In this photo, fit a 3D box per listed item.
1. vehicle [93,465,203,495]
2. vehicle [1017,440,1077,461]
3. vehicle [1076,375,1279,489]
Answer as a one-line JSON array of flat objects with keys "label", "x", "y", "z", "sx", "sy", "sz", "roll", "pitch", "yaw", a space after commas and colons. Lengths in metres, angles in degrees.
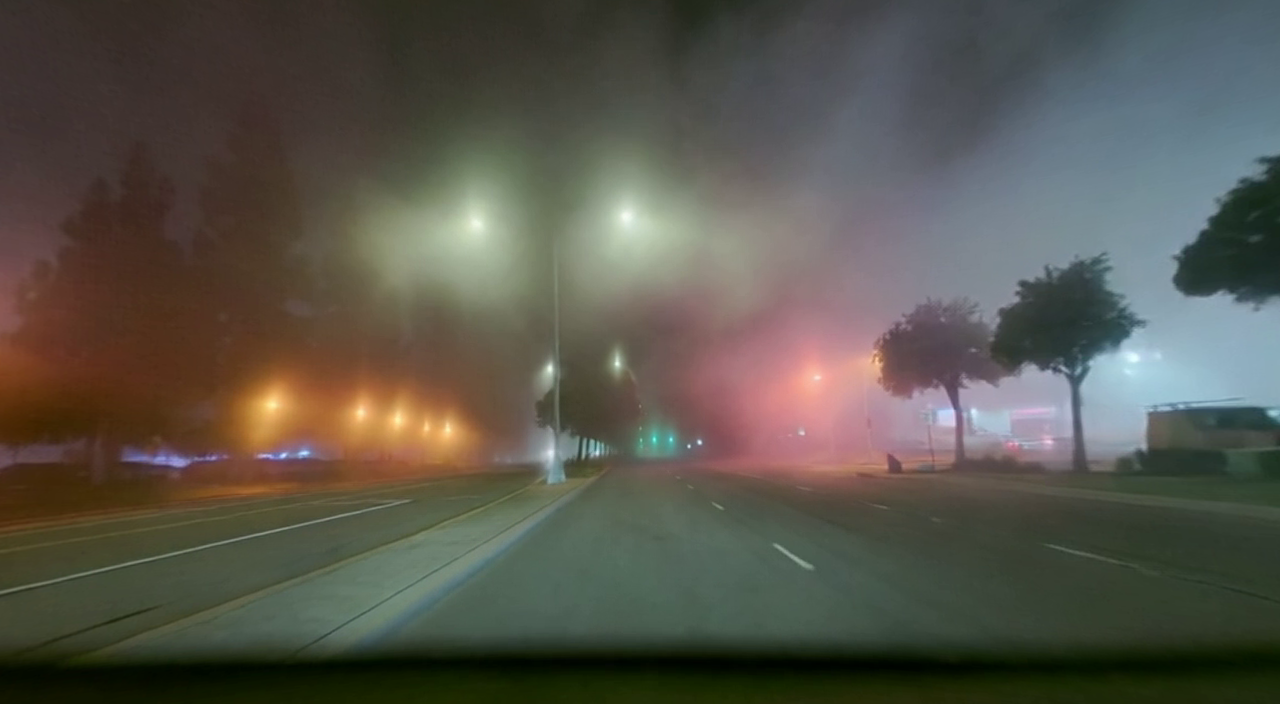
[{"label": "vehicle", "x": -27.484, "y": 7.110, "z": 35.376, "sx": 4.633, "sy": 1.454, "sz": 1.909, "roll": 7, "pitch": -11, "yaw": -41}, {"label": "vehicle", "x": 29.990, "y": 7.277, "z": 46.737, "sx": 1.748, "sy": 1.435, "sz": 3.949, "roll": 0, "pitch": -9, "yaw": -1}, {"label": "vehicle", "x": 19.477, "y": 2.879, "z": 21.956, "sx": 2.630, "sy": 3.176, "sz": 8.459, "roll": -4, "pitch": -10, "yaw": 2}]
